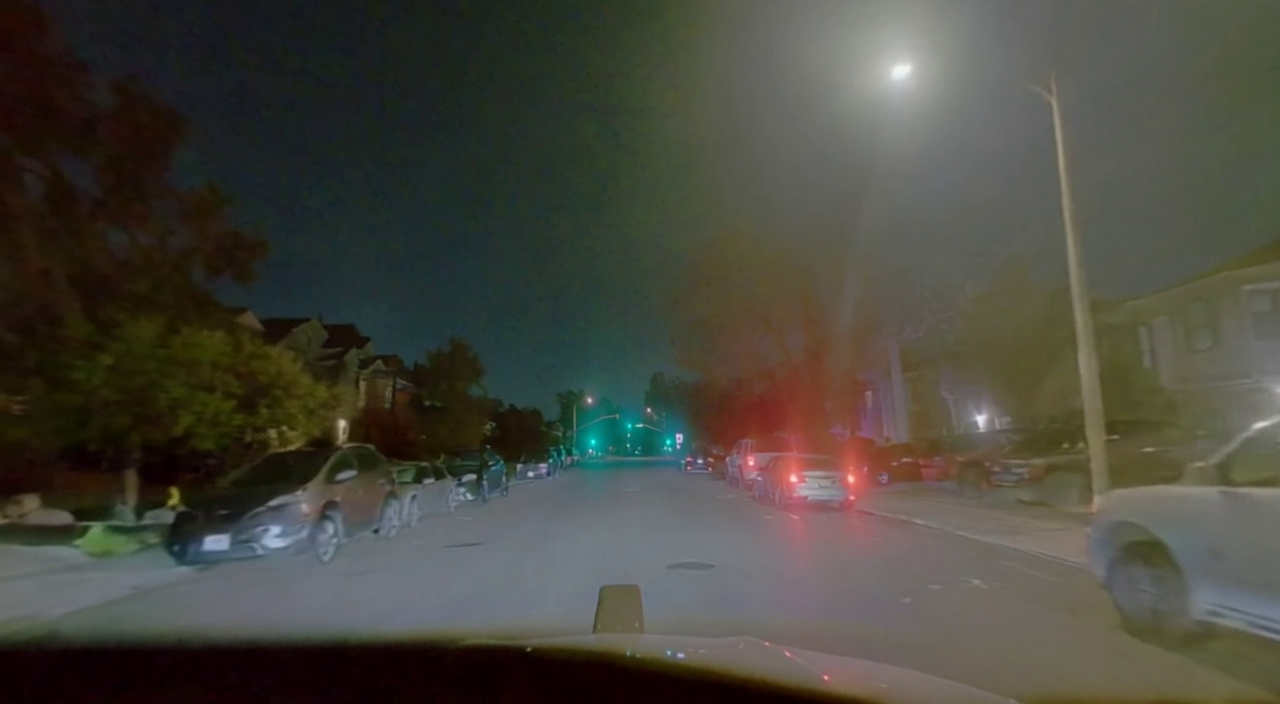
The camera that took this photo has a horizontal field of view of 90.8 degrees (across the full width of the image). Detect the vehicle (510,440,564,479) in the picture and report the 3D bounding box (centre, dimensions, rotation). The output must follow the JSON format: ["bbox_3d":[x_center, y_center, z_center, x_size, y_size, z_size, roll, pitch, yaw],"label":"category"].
[{"bbox_3d":[-5.116,5.440,32.036,2.035,1.822,4.348,0,-9,-1],"label":"vehicle"}]

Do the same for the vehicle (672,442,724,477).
[{"bbox_3d":[3.453,6.537,38.947,2.415,1.963,5.688,0,-8,-2],"label":"vehicle"}]

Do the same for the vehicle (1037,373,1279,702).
[{"bbox_3d":[4.830,0.969,2.954,2.201,1.896,5.632,0,-8,-1],"label":"vehicle"}]

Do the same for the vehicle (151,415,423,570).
[{"bbox_3d":[-5.037,2.067,9.871,2.007,1.861,4.101,0,-10,-3],"label":"vehicle"}]

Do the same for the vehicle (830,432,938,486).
[{"bbox_3d":[9.177,4.018,24.294,2.125,1.716,4.672,0,-6,-2],"label":"vehicle"}]

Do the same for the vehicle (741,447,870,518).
[{"bbox_3d":[4.117,3.300,16.727,1.850,1.516,5.066,0,-8,-3],"label":"vehicle"}]
